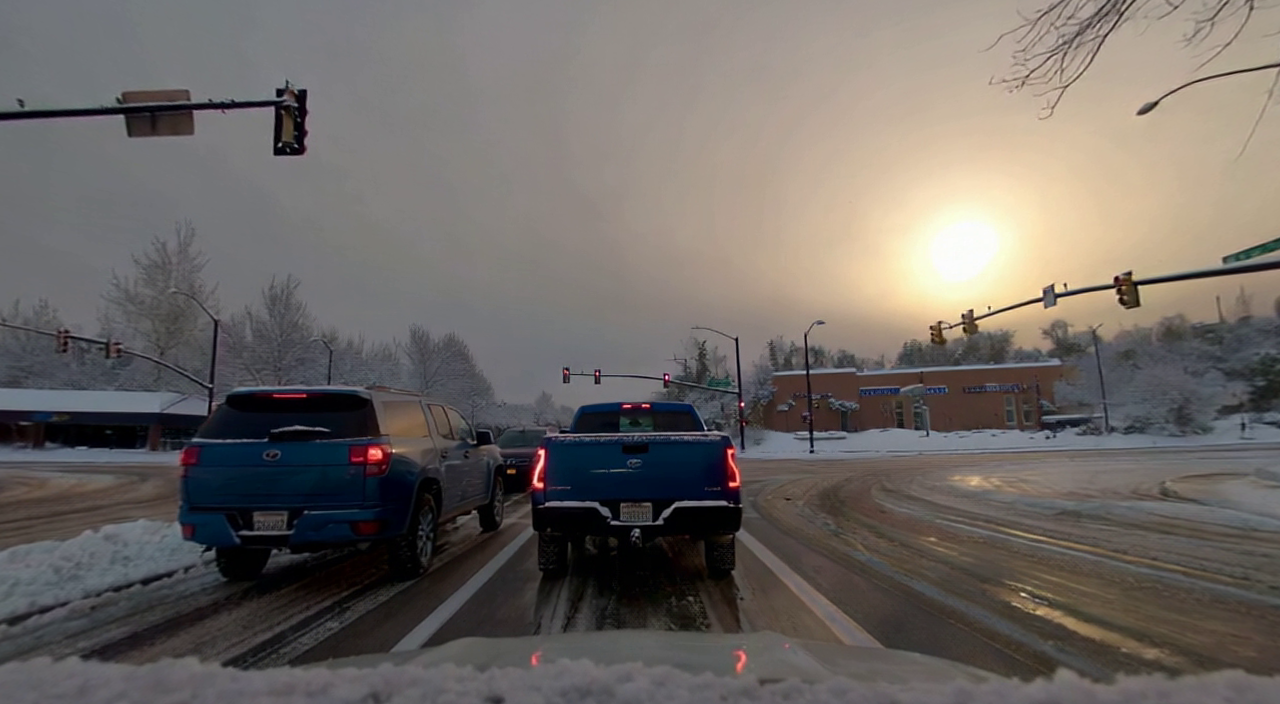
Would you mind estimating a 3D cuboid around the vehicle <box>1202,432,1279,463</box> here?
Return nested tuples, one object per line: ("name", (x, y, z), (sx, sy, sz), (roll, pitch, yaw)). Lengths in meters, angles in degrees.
("vehicle", (35.883, 5.519, 36.307), (4.714, 1.754, 2.041), (0, -8, -1))

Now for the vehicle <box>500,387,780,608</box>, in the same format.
("vehicle", (-0.047, 1.494, 7.396), (2.204, 1.738, 4.690), (0, -8, -1))

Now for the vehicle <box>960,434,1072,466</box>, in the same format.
("vehicle", (19.327, 5.051, 32.393), (4.624, 1.601, 1.871), (0, -8, -3))

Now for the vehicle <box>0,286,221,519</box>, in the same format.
("vehicle", (-12.464, 0.918, 11.101), (3.048, 3.927, 10.755), (0, -8, -3))

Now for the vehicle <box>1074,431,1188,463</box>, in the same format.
("vehicle", (27.952, 5.407, 35.846), (4.849, 1.759, 2.041), (0, -8, -3))

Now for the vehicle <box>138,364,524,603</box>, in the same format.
("vehicle", (-2.952, 1.413, 7.597), (2.220, 1.926, 4.870), (0, -8, -1))
